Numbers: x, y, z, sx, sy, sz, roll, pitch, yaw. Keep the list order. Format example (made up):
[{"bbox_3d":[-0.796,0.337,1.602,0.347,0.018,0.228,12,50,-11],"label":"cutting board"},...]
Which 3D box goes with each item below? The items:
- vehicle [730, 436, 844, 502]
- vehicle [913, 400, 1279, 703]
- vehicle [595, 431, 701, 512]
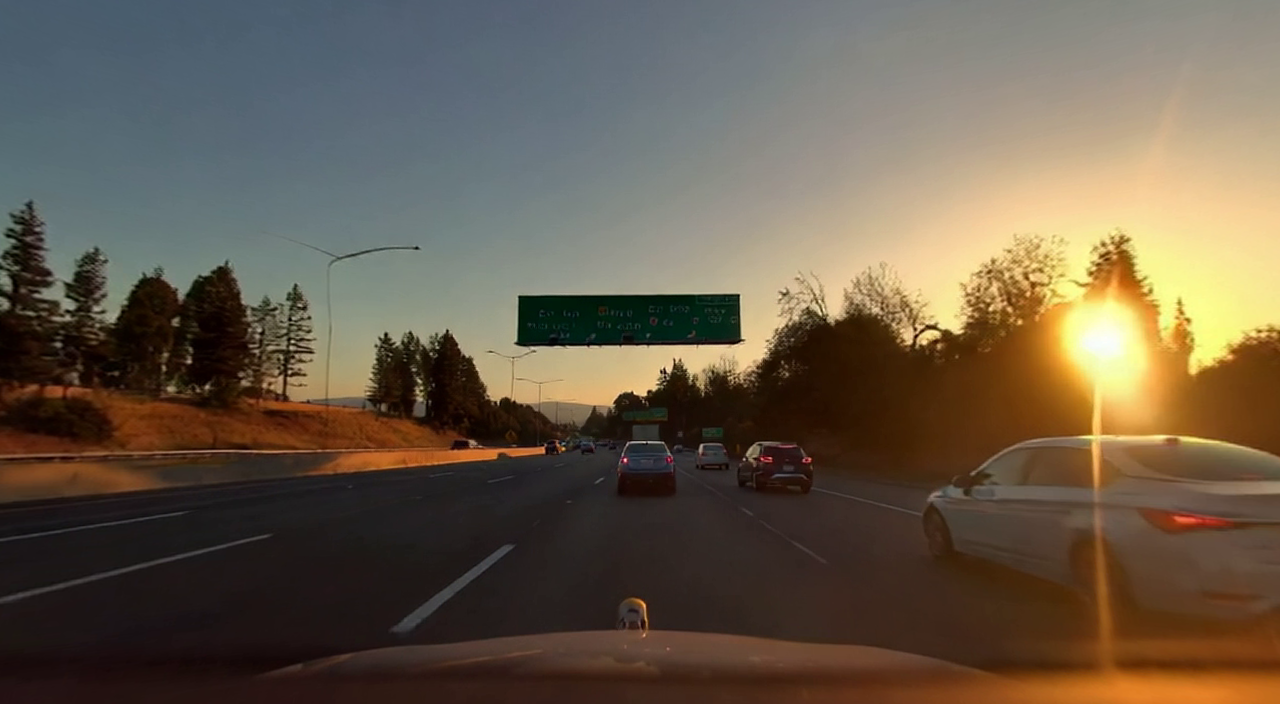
[{"bbox_3d":[3.731,3.048,16.806,2.044,1.523,3.947,0,-9,-1],"label":"vehicle"},{"bbox_3d":[3.695,1.159,3.975,1.979,1.504,4.377,0,-9,0],"label":"vehicle"},{"bbox_3d":[0.166,2.616,14.220,2.044,1.554,3.824,0,-9,0],"label":"vehicle"}]
